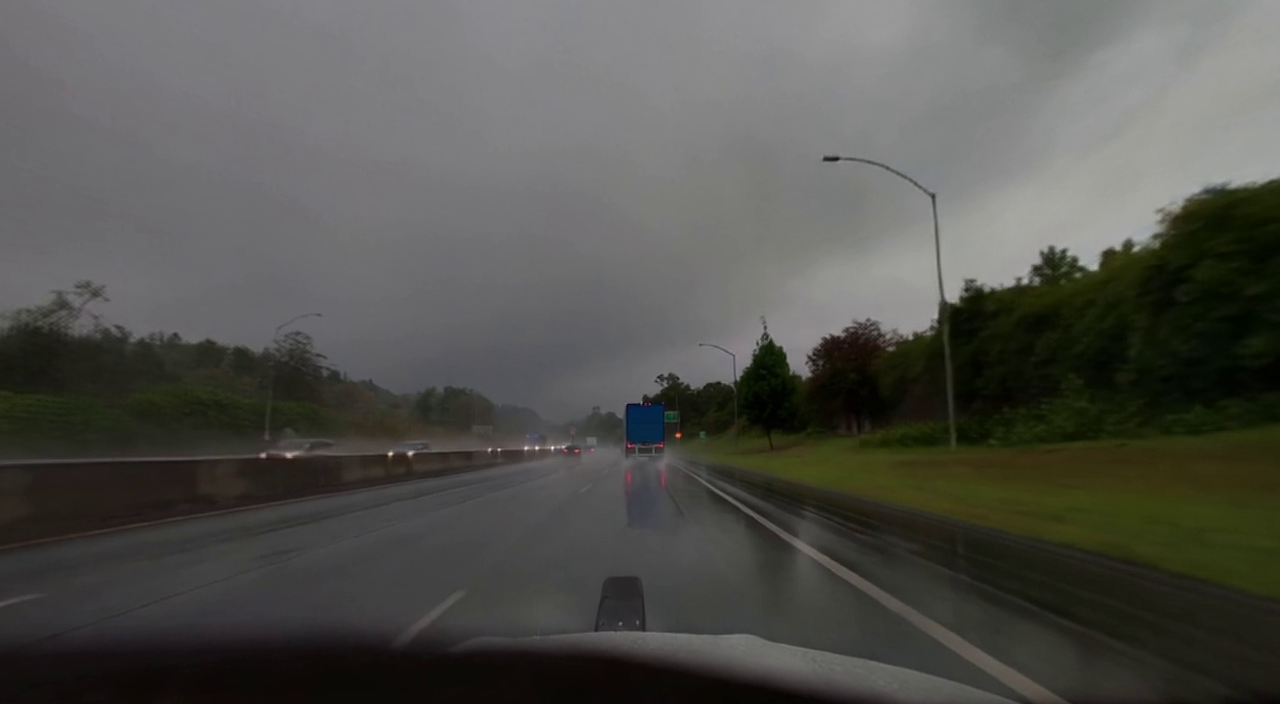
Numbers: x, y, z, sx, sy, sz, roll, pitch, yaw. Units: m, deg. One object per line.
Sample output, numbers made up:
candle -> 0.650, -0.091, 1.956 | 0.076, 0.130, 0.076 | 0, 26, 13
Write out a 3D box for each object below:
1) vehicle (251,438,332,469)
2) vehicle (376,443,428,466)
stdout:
vehicle -> -20.604, 6.020, 37.503 | 1.974, 1.668, 4.917 | 0, -8, 1
vehicle -> -16.833, 7.256, 44.776 | 1.878, 1.537, 4.489 | 0, -8, 0
